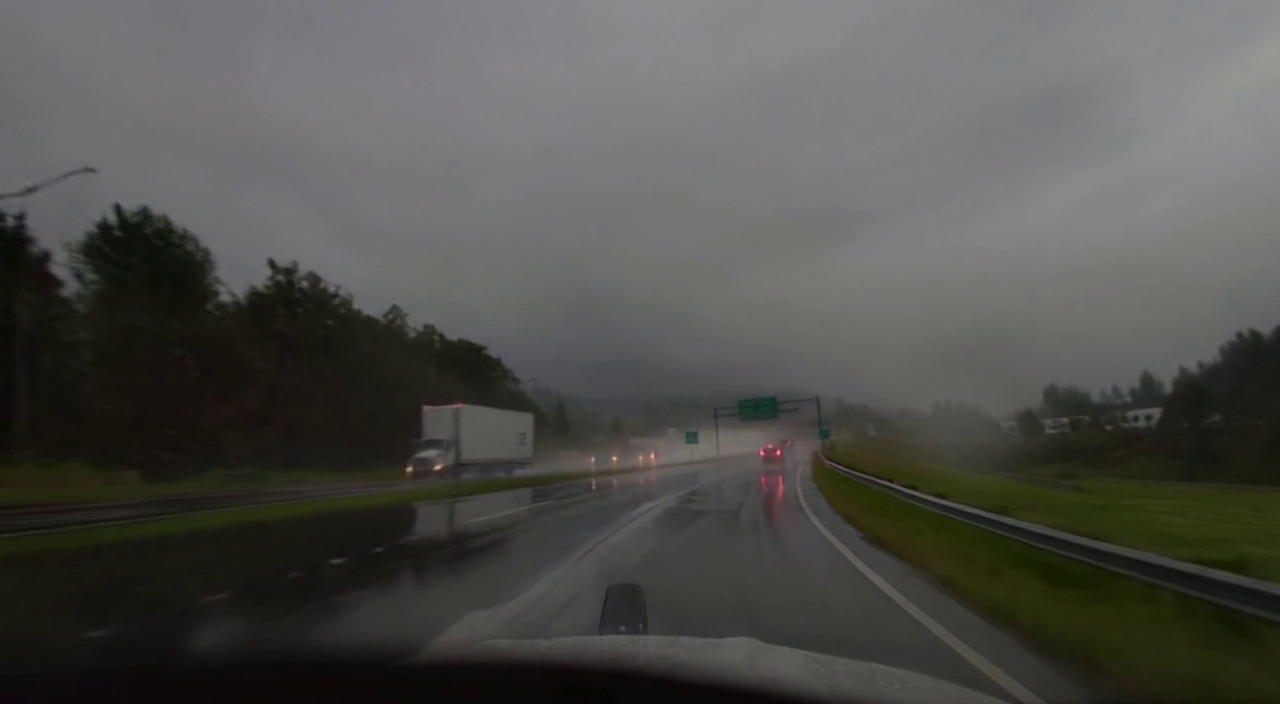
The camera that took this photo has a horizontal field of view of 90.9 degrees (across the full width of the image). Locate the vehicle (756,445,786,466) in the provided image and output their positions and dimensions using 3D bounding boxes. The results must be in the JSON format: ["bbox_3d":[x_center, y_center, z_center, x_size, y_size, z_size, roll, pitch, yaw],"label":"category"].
[{"bbox_3d":[9.312,7.298,44.581,1.807,1.427,3.645,-3,-9,16],"label":"vehicle"}]

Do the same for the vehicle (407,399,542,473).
[{"bbox_3d":[-8.730,4.774,34.892,2.965,3.507,9.019,-3,-9,16],"label":"vehicle"}]
